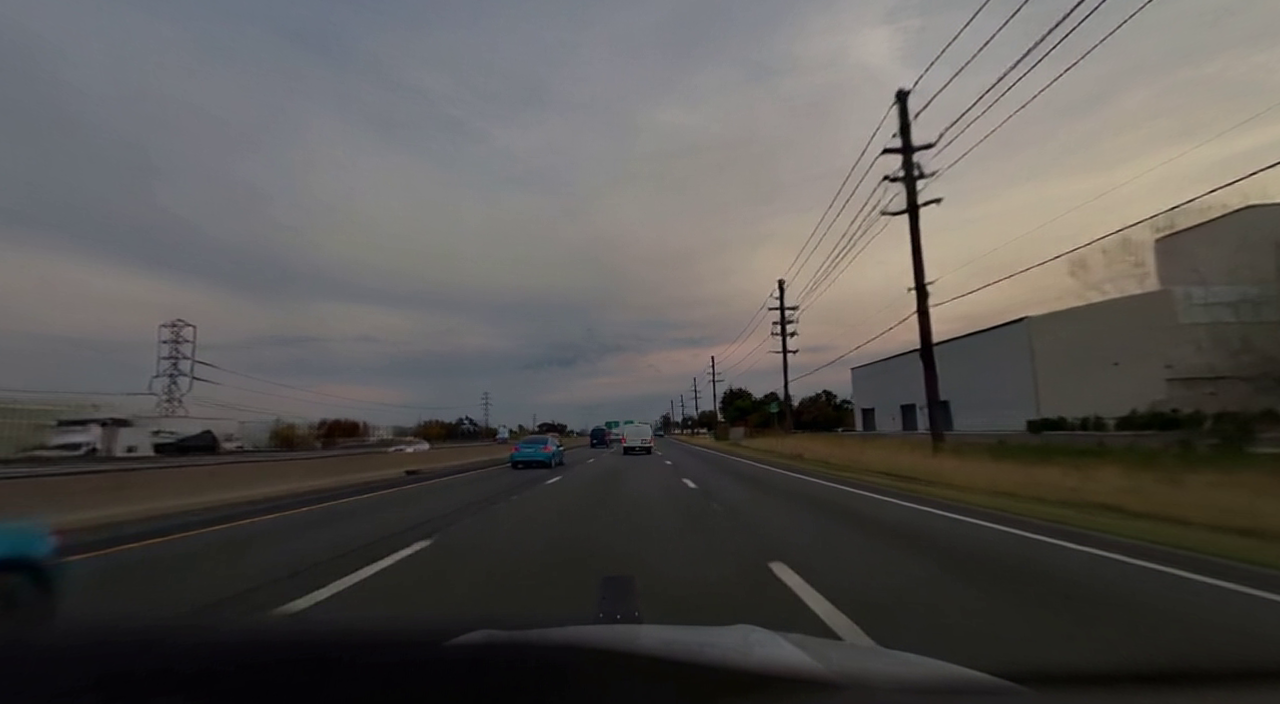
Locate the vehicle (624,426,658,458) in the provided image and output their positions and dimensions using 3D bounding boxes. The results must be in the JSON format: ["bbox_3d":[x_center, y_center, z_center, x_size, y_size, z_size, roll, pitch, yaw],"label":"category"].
[{"bbox_3d":[0.027,6.035,42.381,2.213,1.997,4.456,0,-8,-1],"label":"vehicle"}]

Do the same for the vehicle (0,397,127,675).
[{"bbox_3d":[-4.651,0.877,2.291,2.058,1.557,4.125,0,-8,0],"label":"vehicle"}]

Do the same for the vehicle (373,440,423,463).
[{"bbox_3d":[-16.914,6.957,44.119,1.846,1.491,4.044,0,-8,1],"label":"vehicle"}]

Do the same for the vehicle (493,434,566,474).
[{"bbox_3d":[-4.409,4.125,25.888,2.087,1.464,4.853,0,-8,1],"label":"vehicle"}]
